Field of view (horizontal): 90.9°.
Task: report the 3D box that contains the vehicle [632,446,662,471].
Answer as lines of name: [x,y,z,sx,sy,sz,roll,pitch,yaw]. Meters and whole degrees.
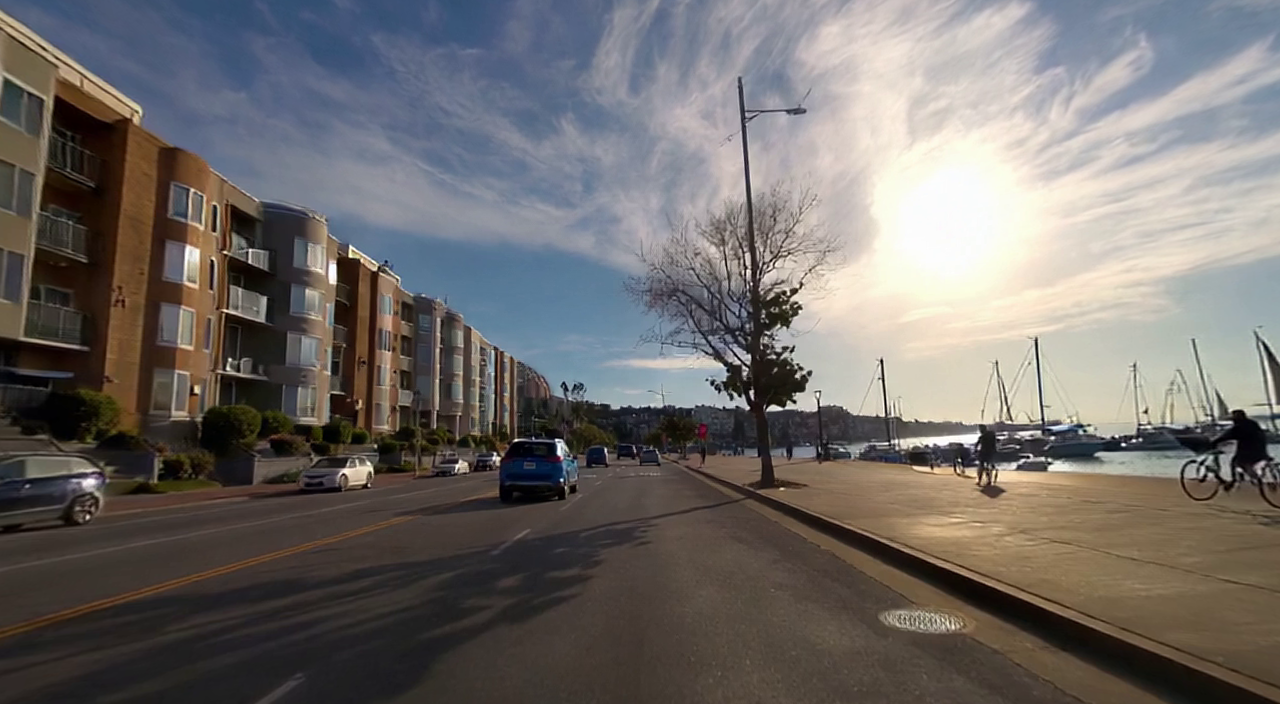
vehicle: [0.527,7.482,44.558,2.057,1.624,3.726,-1,-9,2]

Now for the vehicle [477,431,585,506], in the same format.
vehicle: [-2.912,3.238,17.998,2.082,1.817,4.724,-1,-9,2]

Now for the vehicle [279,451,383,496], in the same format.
vehicle: [-13.288,5.221,27.489,2.128,1.716,4.479,-1,-9,2]

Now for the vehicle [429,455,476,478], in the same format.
vehicle: [-13.274,8.127,44.999,1.871,1.463,4.555,-1,-9,1]
